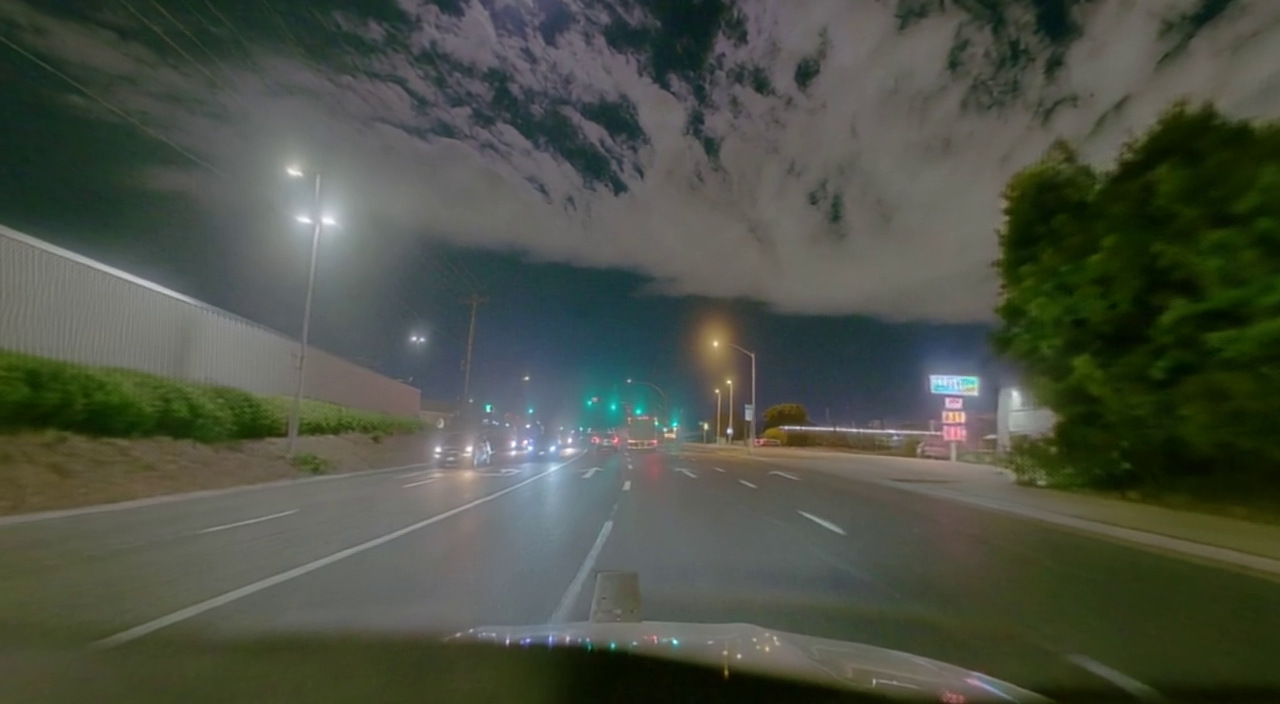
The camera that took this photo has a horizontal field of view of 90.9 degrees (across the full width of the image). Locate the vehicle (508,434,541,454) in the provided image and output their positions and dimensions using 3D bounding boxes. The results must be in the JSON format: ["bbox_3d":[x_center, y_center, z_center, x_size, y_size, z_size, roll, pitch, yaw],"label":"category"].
[{"bbox_3d":[-8.889,7.135,48.868,1.922,1.489,3.939,0,-8,-2],"label":"vehicle"}]

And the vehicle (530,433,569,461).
[{"bbox_3d":[-5.129,5.400,36.002,1.727,1.519,3.805,0,-8,-1],"label":"vehicle"}]

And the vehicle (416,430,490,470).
[{"bbox_3d":[-7.828,4.121,26.748,1.957,1.588,3.965,0,-8,-1],"label":"vehicle"}]
